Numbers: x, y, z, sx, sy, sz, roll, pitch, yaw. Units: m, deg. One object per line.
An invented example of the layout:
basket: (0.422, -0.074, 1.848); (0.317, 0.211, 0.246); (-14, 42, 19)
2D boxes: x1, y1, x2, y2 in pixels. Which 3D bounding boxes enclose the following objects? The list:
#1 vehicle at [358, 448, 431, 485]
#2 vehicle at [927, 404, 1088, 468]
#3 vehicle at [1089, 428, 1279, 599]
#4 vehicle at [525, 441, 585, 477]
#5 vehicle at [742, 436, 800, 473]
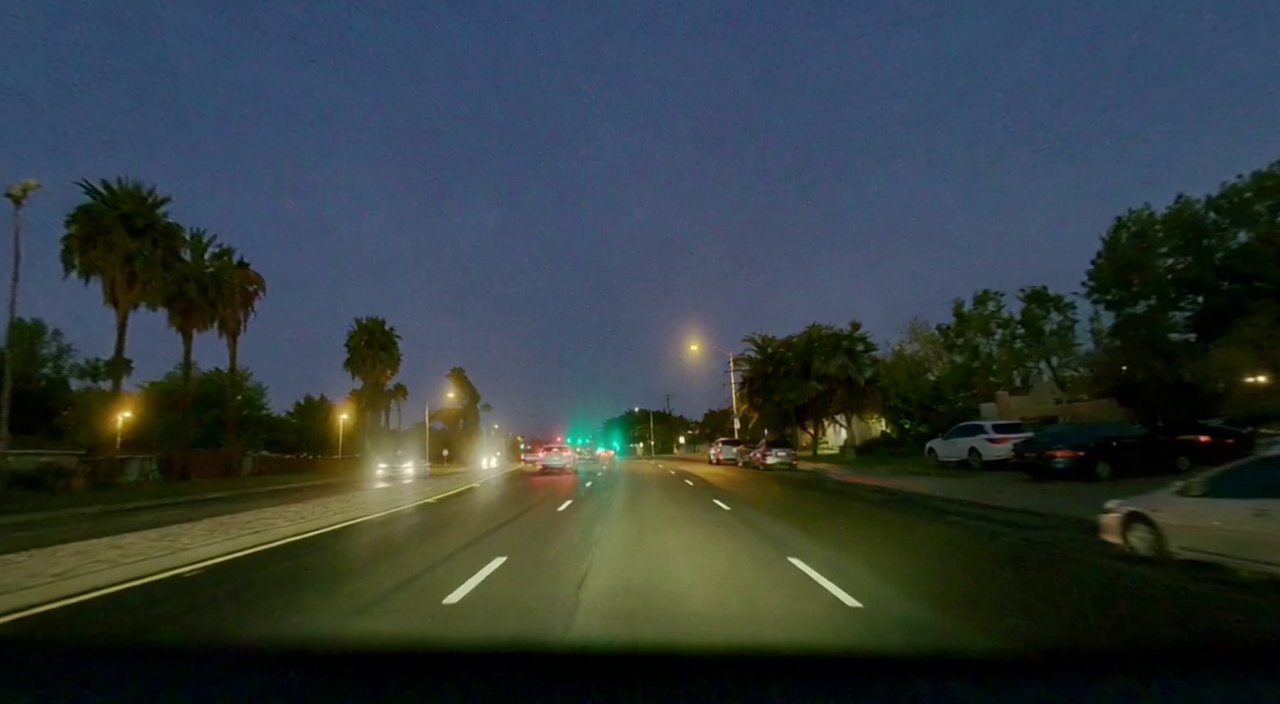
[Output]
vehicle: (-12.066, 5.622, 31.355); (2.152, 1.509, 3.954); (-4, -8, -2)
vehicle: (13.132, 3.110, 23.188); (2.370, 1.936, 5.507); (-3, -8, -2)
vehicle: (6.562, 1.387, 5.368); (2.008, 1.467, 4.721); (0, -8, 0)
vehicle: (-3.740, 4.821, 28.692); (2.108, 1.475, 4.555); (0, -8, 0)
vehicle: (6.492, 5.116, 31.817); (1.962, 1.725, 4.257); (0, -8, 0)
